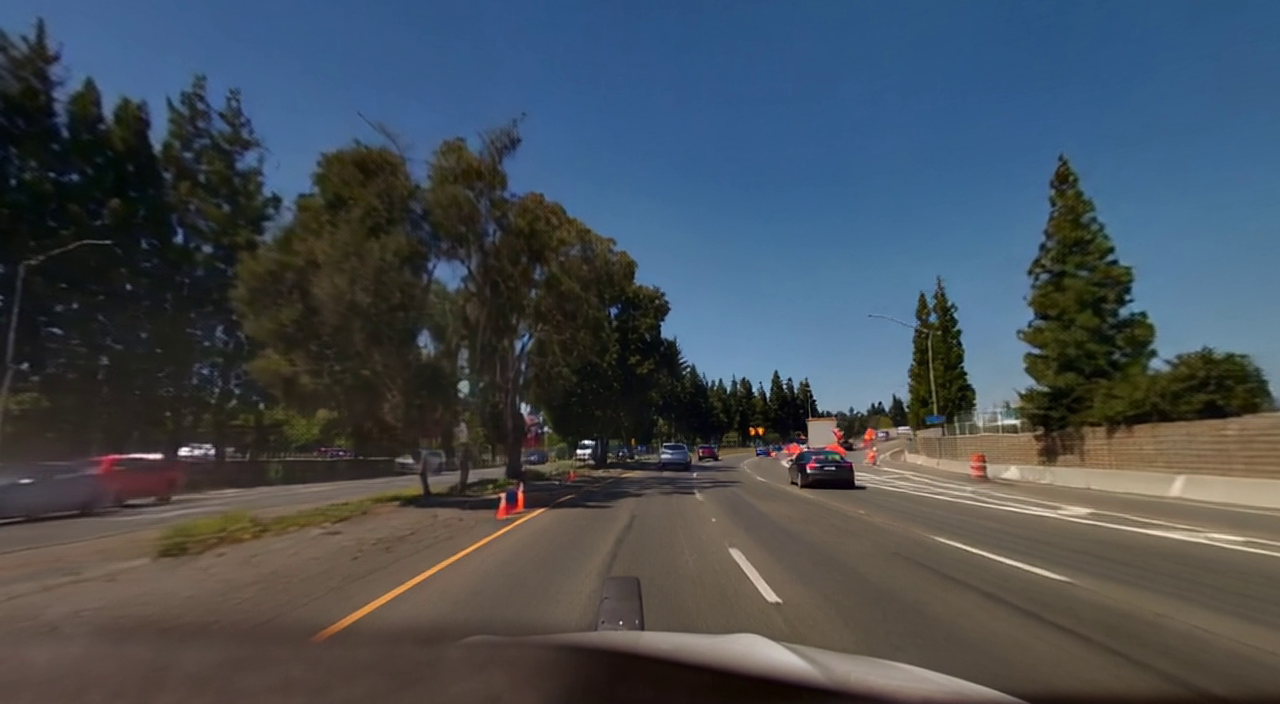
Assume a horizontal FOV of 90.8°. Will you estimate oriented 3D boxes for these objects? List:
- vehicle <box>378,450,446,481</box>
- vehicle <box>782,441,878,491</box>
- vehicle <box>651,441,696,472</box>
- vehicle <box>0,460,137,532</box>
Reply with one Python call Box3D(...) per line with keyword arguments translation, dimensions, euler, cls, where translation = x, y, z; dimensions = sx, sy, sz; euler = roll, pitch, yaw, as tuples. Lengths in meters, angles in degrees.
Box3D(translation=(-13.633, 6.779, 38.050), dimensions=(1.930, 1.721, 4.599), euler=(-1, -9, 7), cls="vehicle")
Box3D(translation=(6.065, 3.679, 20.735), dimensions=(2.044, 1.474, 4.083), euler=(-1, -9, 3), cls="vehicle")
Box3D(translation=(2.006, 6.031, 36.603), dimensions=(2.201, 1.676, 4.541), euler=(-1, -9, 7), cls="vehicle")
Box3D(translation=(-14.794, 3.288, 14.584), dimensions=(2.205, 1.446, 4.840), euler=(-1, -9, 3), cls="vehicle")
